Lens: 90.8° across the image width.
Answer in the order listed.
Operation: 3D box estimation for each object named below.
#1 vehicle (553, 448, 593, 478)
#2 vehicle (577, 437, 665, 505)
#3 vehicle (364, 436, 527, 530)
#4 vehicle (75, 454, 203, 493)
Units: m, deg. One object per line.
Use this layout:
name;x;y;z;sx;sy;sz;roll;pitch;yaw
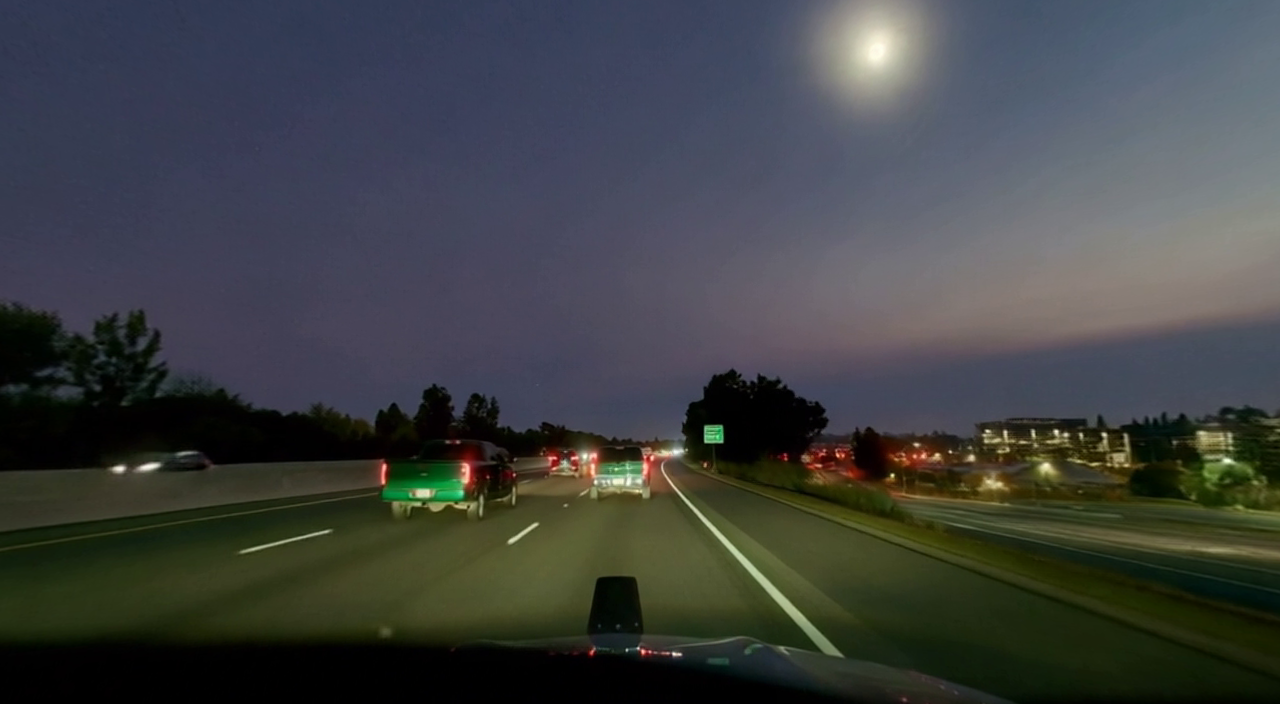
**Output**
vehicle;-4.225;7.055;40.428;1.991;1.776;4.333;0;-8;2
vehicle;-0.470;3.429;18.680;2.293;1.753;4.380;0;-8;1
vehicle;-4.048;2.798;14.276;2.038;1.704;5.181;0;-8;0
vehicle;-21.323;5.137;27.144;1.851;1.473;4.376;0;-9;1
